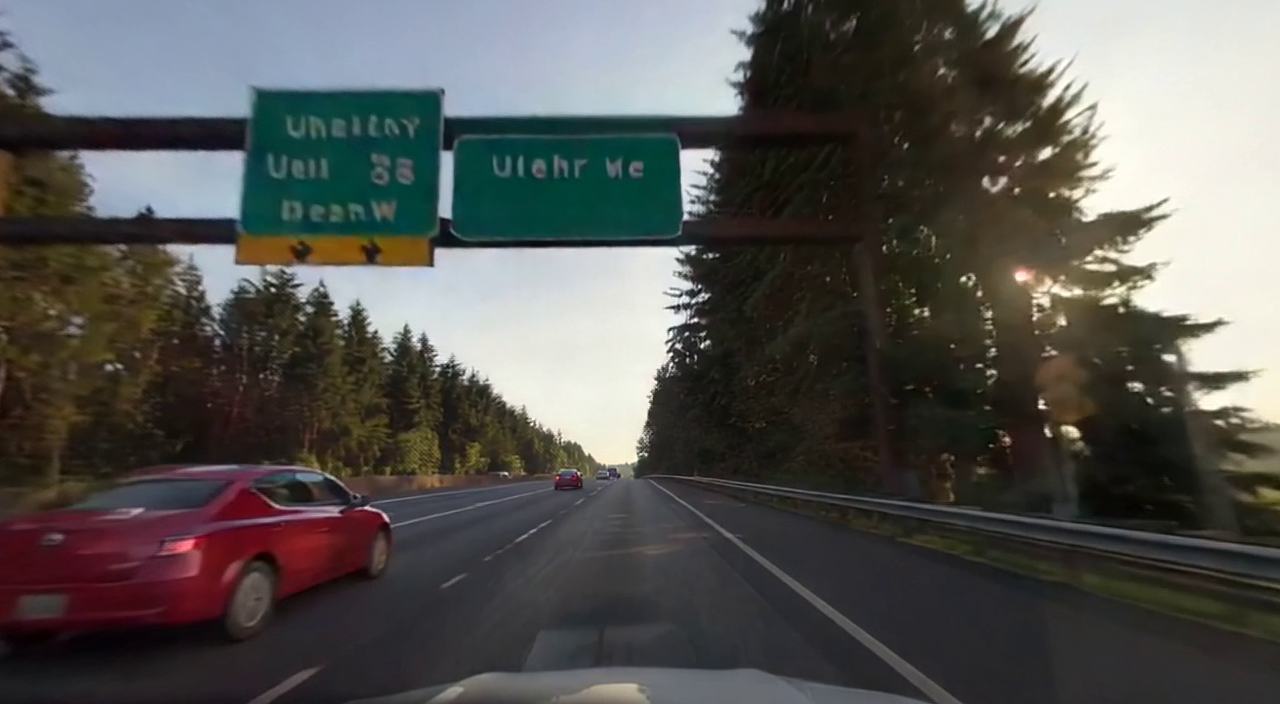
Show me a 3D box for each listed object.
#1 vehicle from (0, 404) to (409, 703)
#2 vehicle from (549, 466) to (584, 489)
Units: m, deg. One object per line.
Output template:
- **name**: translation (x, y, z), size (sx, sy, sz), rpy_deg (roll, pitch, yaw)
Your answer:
- **vehicle**: translation (-4.109, 1.533, 5.818), size (2.117, 1.635, 4.750), rpy_deg (1, -11, 0)
- **vehicle**: translation (-5.069, 8.743, 43.958), size (1.995, 1.467, 4.467), rpy_deg (1, -11, -1)
